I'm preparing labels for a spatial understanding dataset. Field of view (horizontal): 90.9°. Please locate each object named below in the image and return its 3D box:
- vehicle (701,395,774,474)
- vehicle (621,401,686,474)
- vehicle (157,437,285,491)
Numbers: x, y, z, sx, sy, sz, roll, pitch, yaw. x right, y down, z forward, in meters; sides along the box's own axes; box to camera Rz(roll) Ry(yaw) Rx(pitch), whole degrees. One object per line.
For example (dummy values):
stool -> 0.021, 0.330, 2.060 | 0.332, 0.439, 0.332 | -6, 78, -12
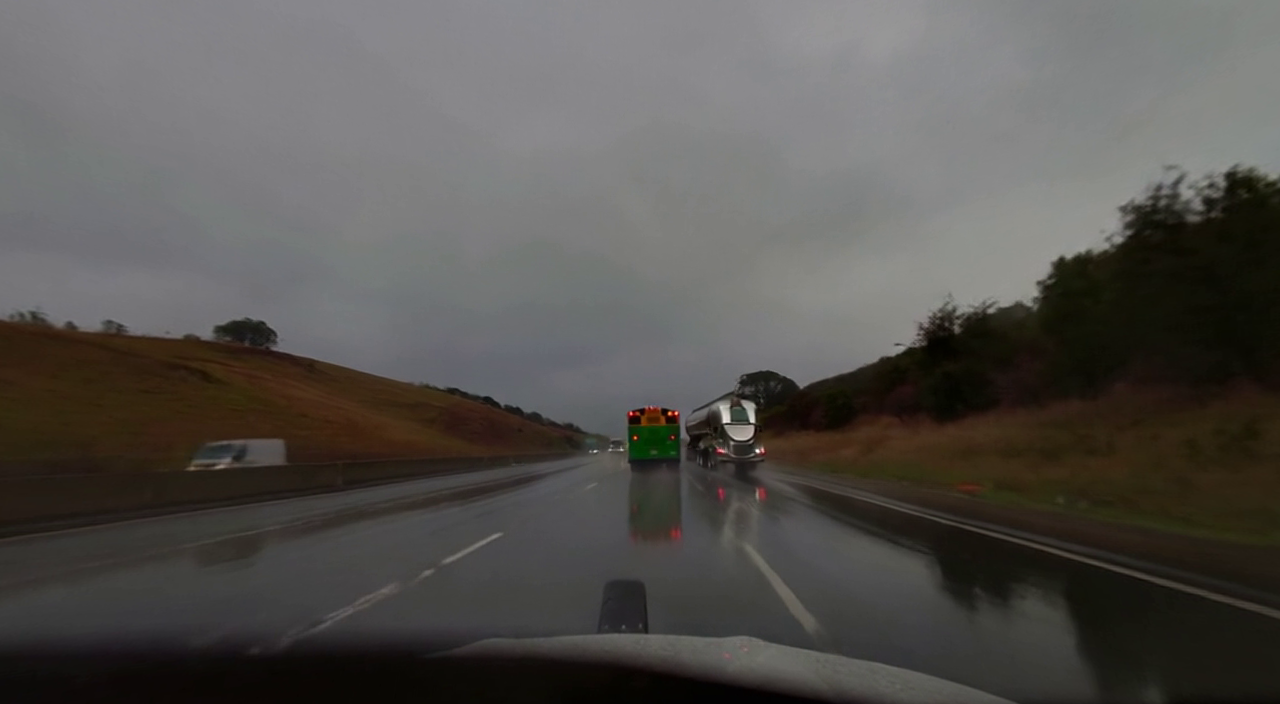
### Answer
vehicle -> 4.898, 4.364, 33.113 | 2.716, 3.705, 7.018 | 0, -8, 0
vehicle -> 0.810, 4.605, 33.682 | 2.948, 3.265, 10.569 | 0, -8, 2
vehicle -> -21.045, 5.626, 32.115 | 2.252, 2.460, 5.895 | 0, -8, 2
